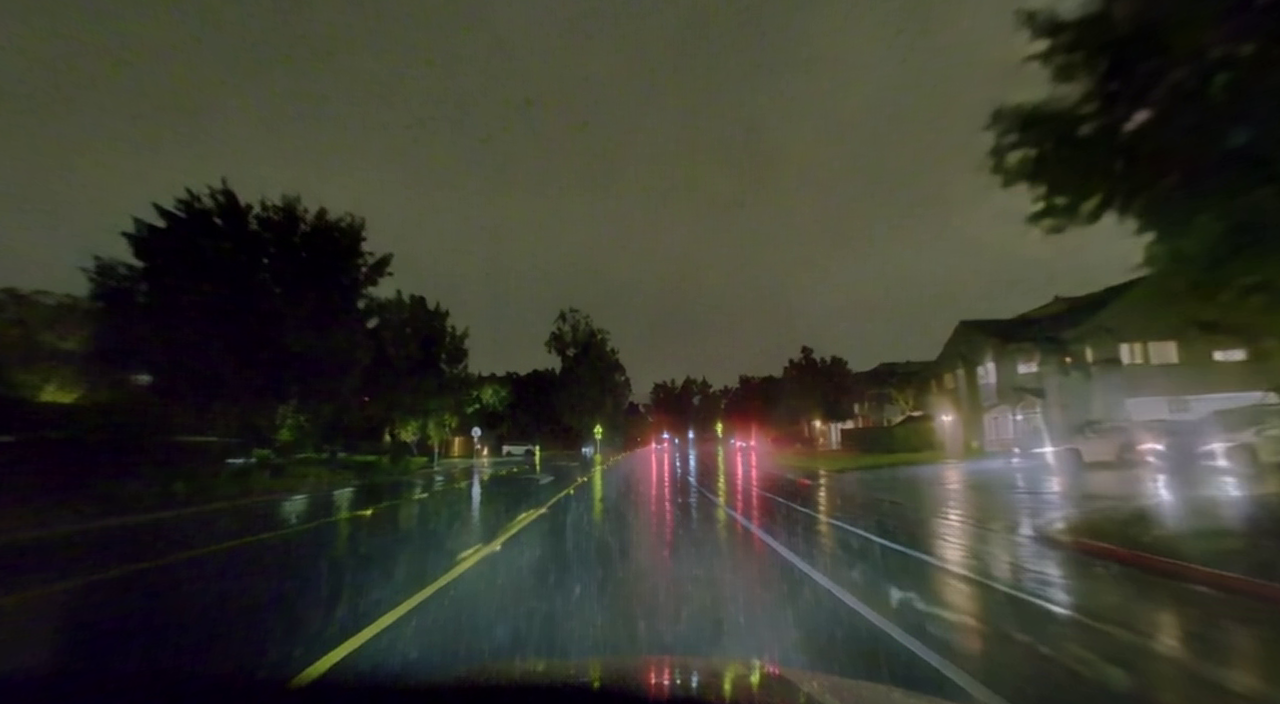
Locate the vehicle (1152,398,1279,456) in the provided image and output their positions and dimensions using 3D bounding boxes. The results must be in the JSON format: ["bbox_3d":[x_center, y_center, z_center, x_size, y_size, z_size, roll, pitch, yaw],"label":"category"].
[{"bbox_3d":[19.860,2.499,21.009,1.924,1.703,4.254,-4,-9,-1],"label":"vehicle"}]
